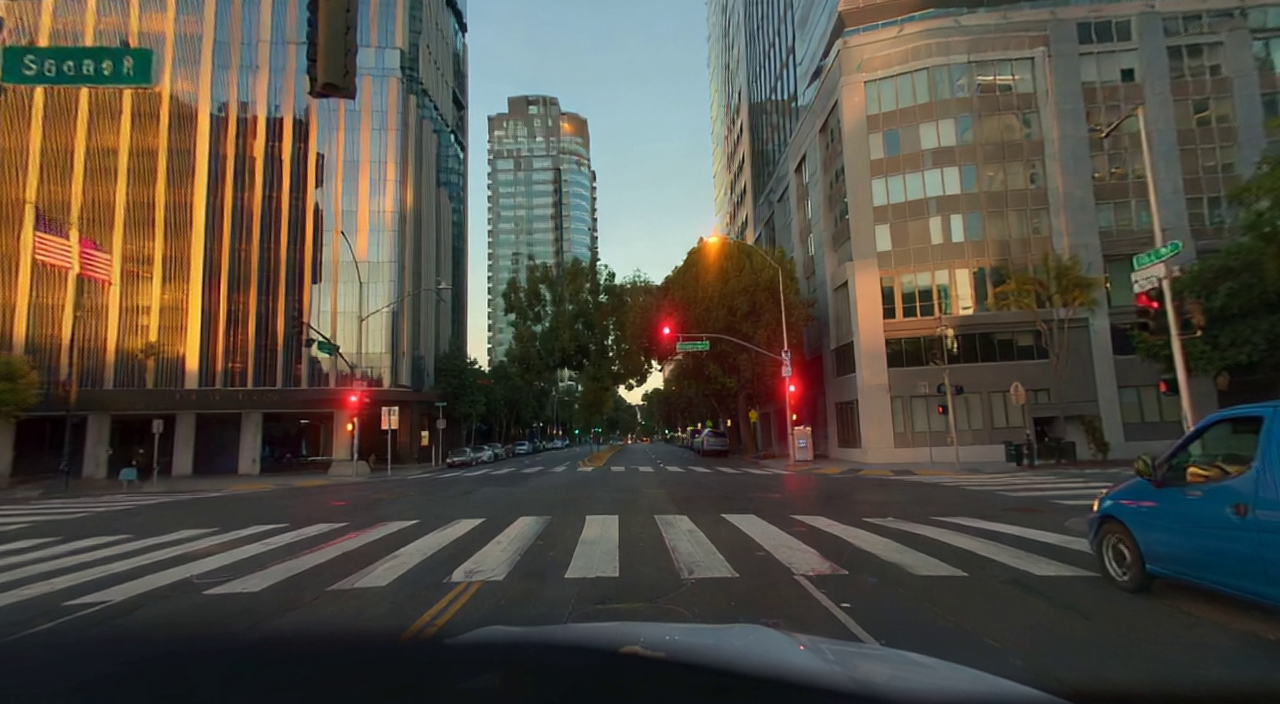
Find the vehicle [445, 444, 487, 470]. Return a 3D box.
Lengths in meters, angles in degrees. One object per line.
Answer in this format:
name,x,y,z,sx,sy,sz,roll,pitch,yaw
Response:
vehicle,-12.449,7.512,45.385,1.935,1.639,4.244,-3,-8,-2

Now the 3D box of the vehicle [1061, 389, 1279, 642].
vehicle,5.651,1.135,4.298,2.070,1.804,4.881,0,-8,-2
